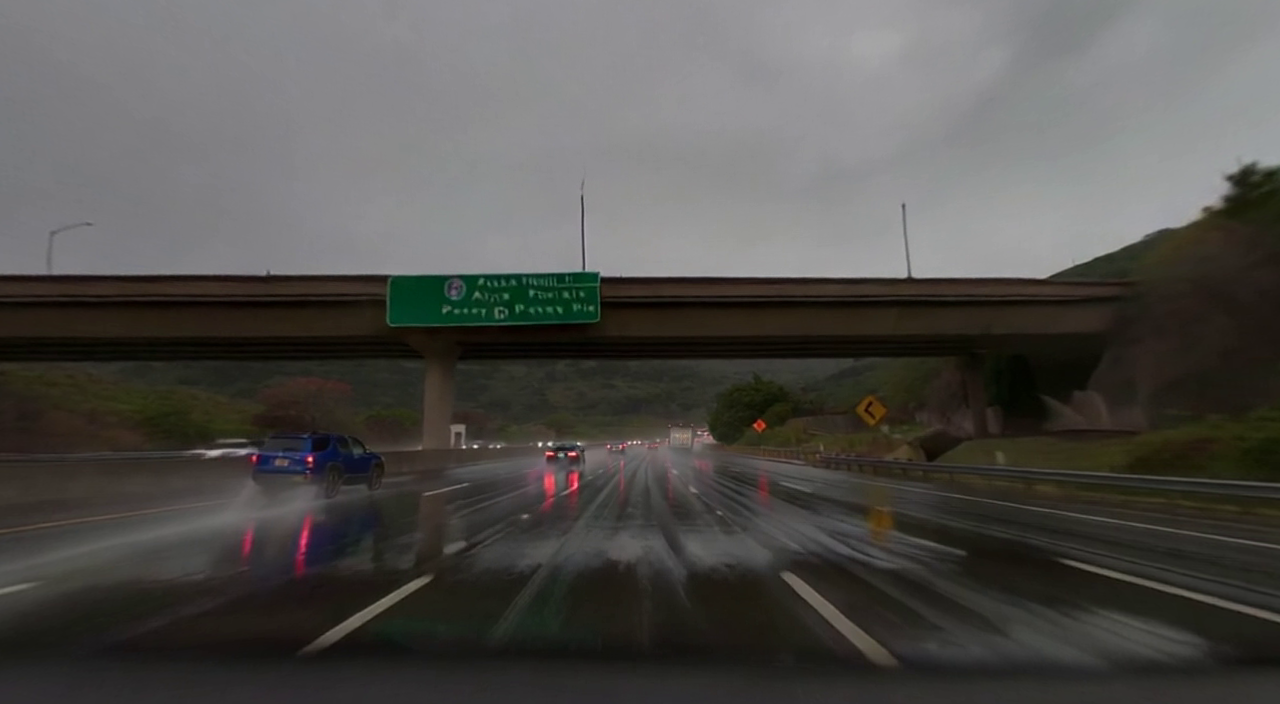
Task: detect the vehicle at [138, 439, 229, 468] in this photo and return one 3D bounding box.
[{"bbox_3d":[-26.374,5.884,36.720,1.908,1.558,4.462,0,-9,1],"label":"vehicle"}]

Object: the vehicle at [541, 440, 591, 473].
[{"bbox_3d":[-3.606,5.184,31.519,1.925,1.509,4.363,0,-9,1],"label":"vehicle"}]

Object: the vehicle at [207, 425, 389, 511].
[{"bbox_3d":[-7.619,2.619,14.653,1.860,1.694,4.173,0,-9,0],"label":"vehicle"}]
